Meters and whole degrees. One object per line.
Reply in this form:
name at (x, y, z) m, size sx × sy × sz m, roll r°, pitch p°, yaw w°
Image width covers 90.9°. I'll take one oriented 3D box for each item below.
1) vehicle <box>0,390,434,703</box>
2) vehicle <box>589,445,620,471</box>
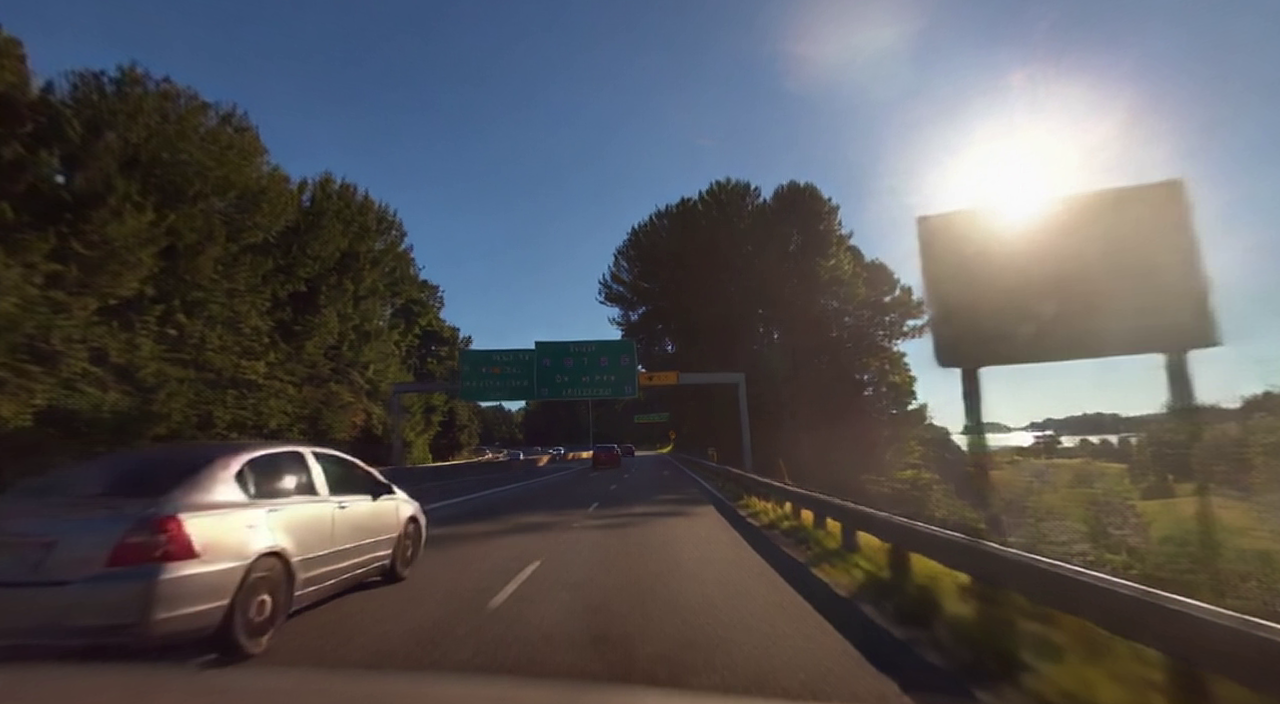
vehicle at (-3.059, 1.232, 4.576) m, size 1.846 × 1.566 × 3.525 m, roll -1°, pitch -9°, yaw 1°
vehicle at (-2.172, 6.618, 39.458) m, size 1.675 × 1.537 × 3.574 m, roll -1°, pitch -9°, yaw 1°
